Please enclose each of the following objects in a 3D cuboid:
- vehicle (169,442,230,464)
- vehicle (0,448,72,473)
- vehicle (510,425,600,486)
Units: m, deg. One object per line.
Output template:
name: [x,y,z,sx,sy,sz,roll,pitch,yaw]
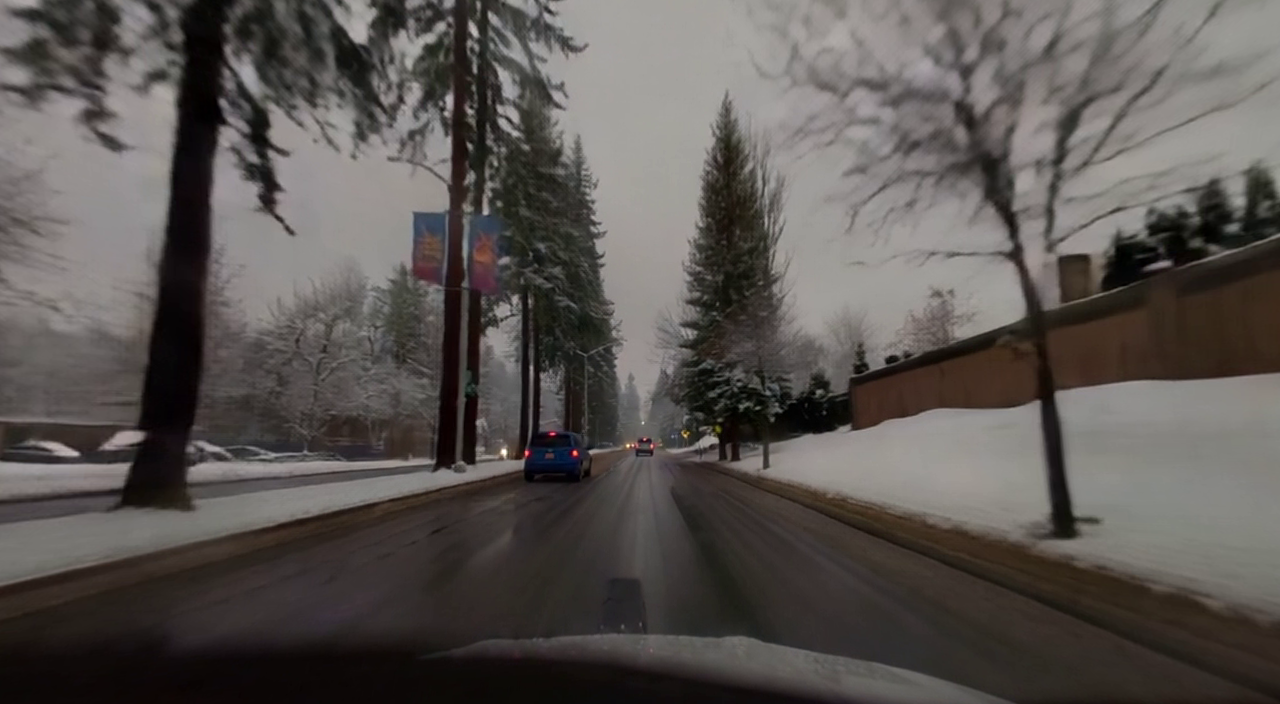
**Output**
vehicle: [-34.667,7.933,49.533,1.926,1.637,3.948,1,-9,0]
vehicle: [-42.106,7.368,42.887,4.587,1.638,1.870,1,-9,-4]
vehicle: [-2.726,3.486,21.437,2.281,1.837,4.845,0,-8,2]
